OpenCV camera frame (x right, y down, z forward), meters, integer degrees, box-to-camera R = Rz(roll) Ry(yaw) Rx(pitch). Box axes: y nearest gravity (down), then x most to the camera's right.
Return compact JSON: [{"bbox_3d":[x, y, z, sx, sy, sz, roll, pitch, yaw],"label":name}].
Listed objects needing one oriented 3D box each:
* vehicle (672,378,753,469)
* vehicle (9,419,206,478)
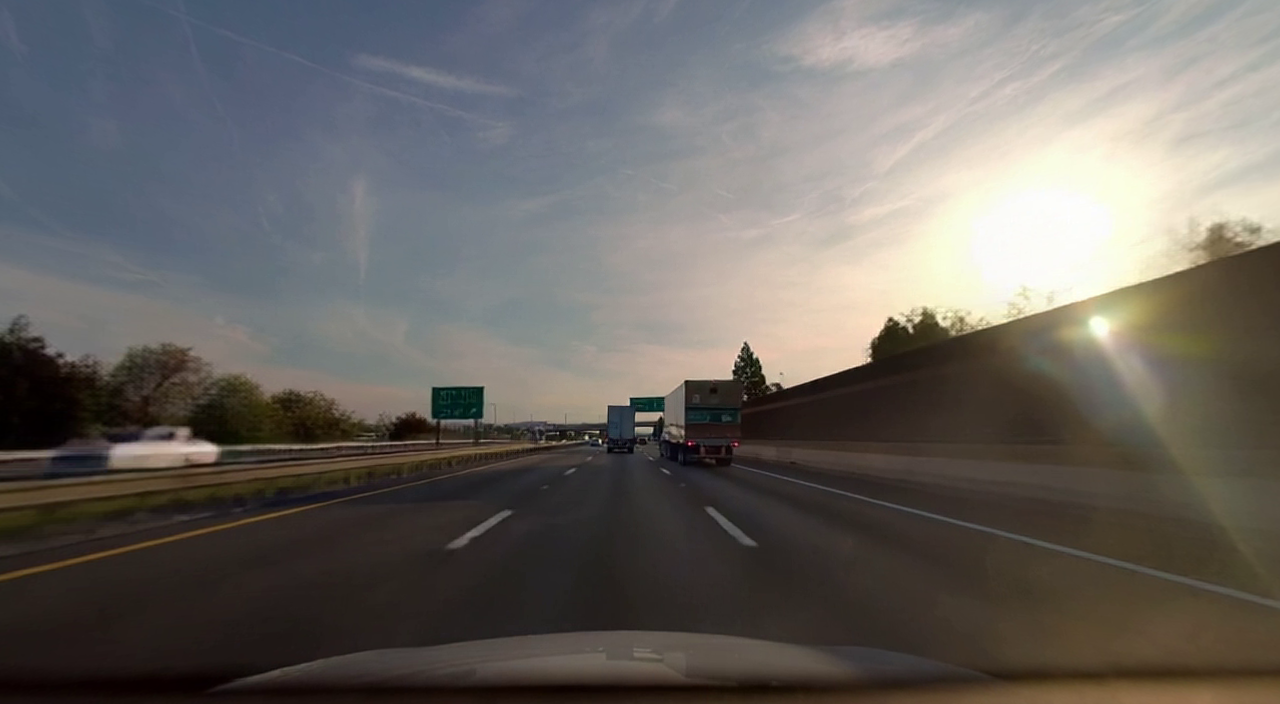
[{"bbox_3d":[3.398,3.712,31.994,2.873,3.998,8.286,0,-8,-2],"label":"vehicle"},{"bbox_3d":[-16.521,3.027,20.033,2.059,1.638,4.831,0,-8,0],"label":"vehicle"}]
